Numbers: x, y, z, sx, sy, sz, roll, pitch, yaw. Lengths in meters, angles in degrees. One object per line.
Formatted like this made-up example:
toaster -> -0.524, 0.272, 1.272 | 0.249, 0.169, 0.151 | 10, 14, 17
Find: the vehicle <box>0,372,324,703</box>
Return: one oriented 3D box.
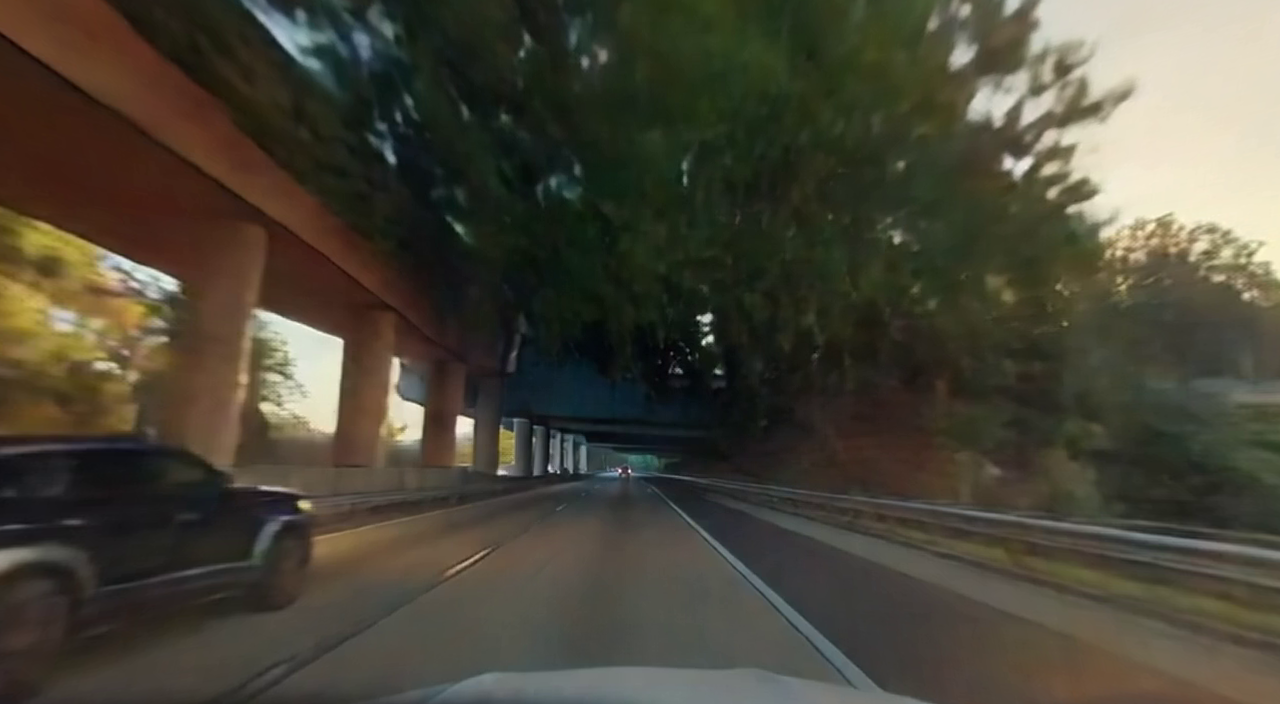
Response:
vehicle -> -4.247, 1.077, 3.582 | 2.286, 1.757, 5.057 | 1, -11, -1
